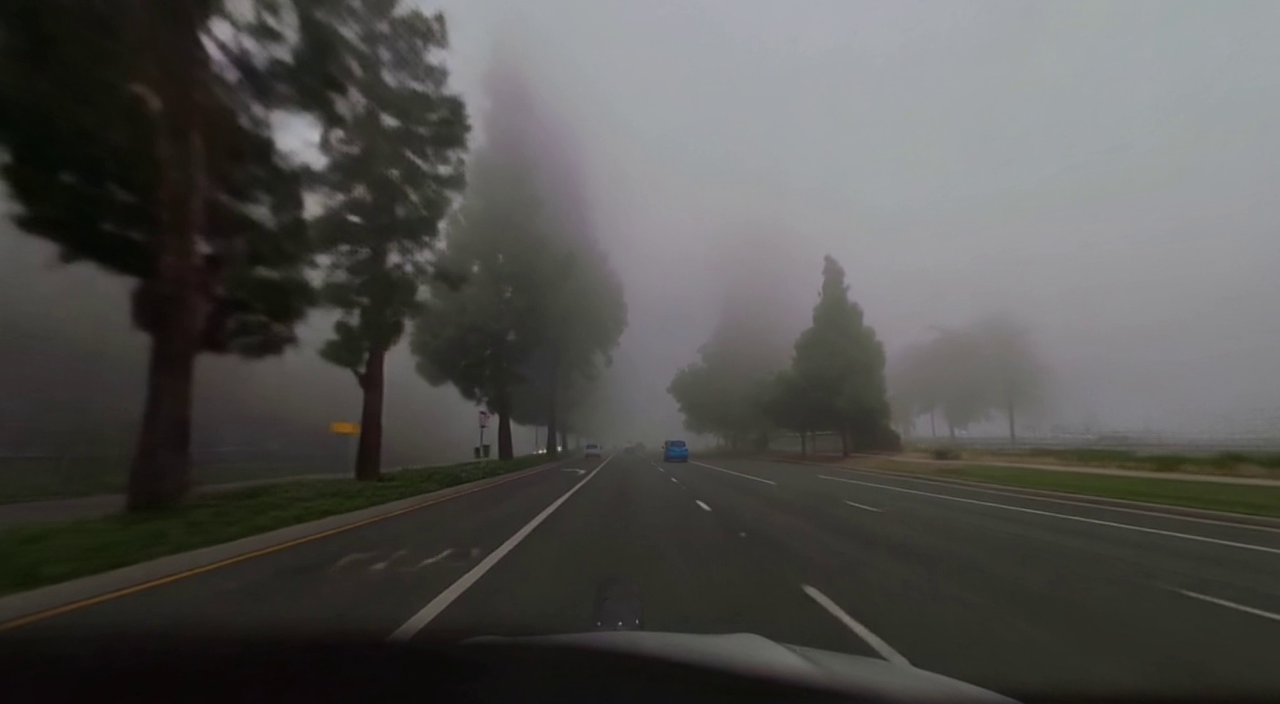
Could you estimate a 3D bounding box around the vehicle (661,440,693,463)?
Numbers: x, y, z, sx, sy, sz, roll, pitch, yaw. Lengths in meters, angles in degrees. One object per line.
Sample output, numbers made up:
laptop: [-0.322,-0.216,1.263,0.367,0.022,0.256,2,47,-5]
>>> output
vehicle: [2.833,7.751,49.429,2.072,1.696,4.177,1,-8,-2]
